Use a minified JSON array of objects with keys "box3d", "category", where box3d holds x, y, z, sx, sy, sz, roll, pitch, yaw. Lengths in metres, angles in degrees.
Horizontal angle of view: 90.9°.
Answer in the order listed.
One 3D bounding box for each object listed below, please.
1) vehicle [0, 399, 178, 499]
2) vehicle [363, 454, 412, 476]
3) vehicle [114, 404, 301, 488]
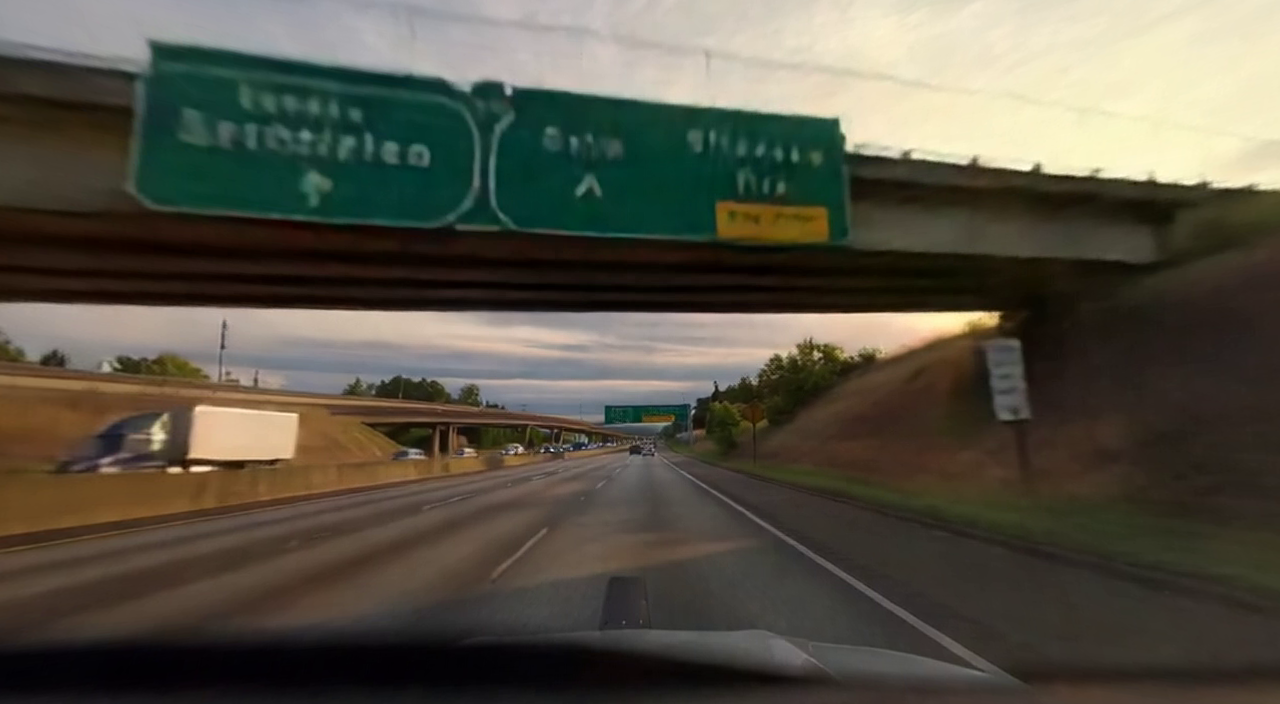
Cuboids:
[{"box3d":[-22.918,4.014,26.063,2.890,3.621,5.939,0,-9,0],"category":"vehicle"},{"box3d":[-18.504,8.294,46.368,1.824,1.451,4.072,0,-9,1],"category":"vehicle"},{"box3d":[-22.853,5.139,34.372,2.774,3.852,10.034,0,-9,1],"category":"vehicle"}]
